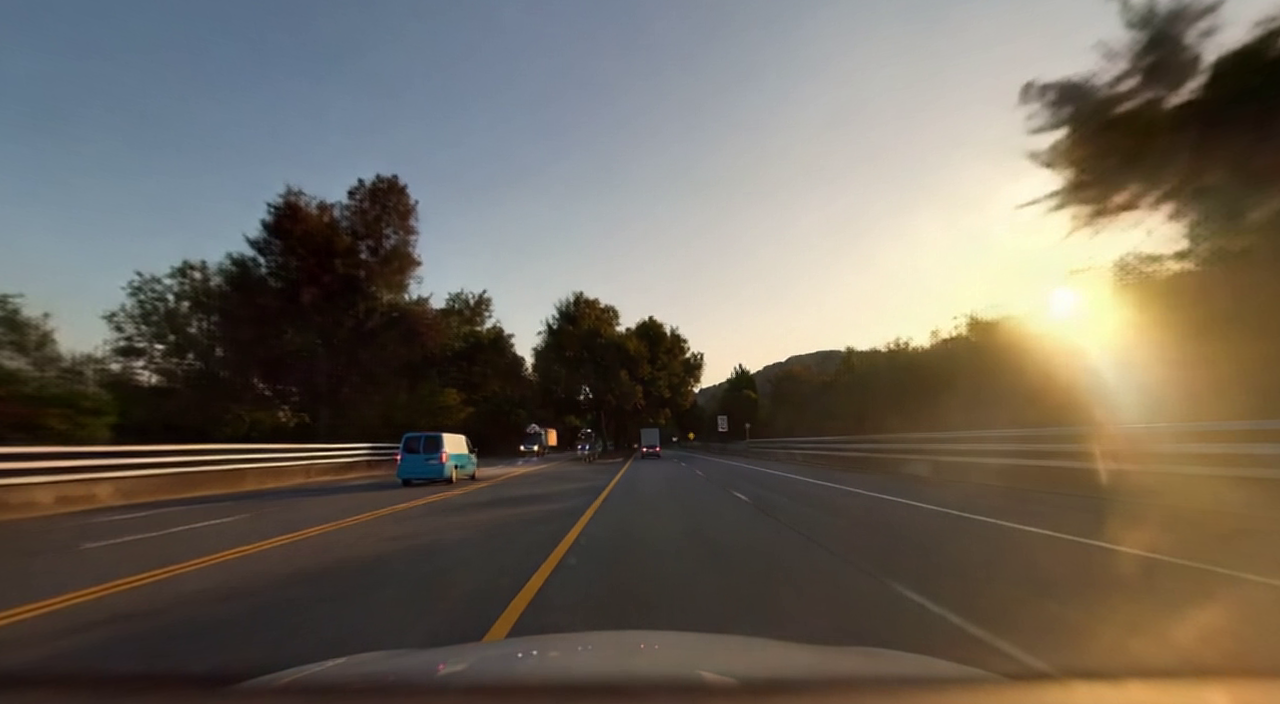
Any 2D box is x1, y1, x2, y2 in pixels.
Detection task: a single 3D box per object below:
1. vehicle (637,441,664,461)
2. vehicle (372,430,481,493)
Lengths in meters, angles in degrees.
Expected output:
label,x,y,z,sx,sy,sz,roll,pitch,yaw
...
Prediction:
label,x,y,z,sx,sy,sz,roll,pitch,yaw
vehicle,0.855,7.798,49.658,2.061,1.469,3.782,0,-8,1
vehicle,-7.059,3.663,21.399,2.068,1.897,4.372,0,-8,1
